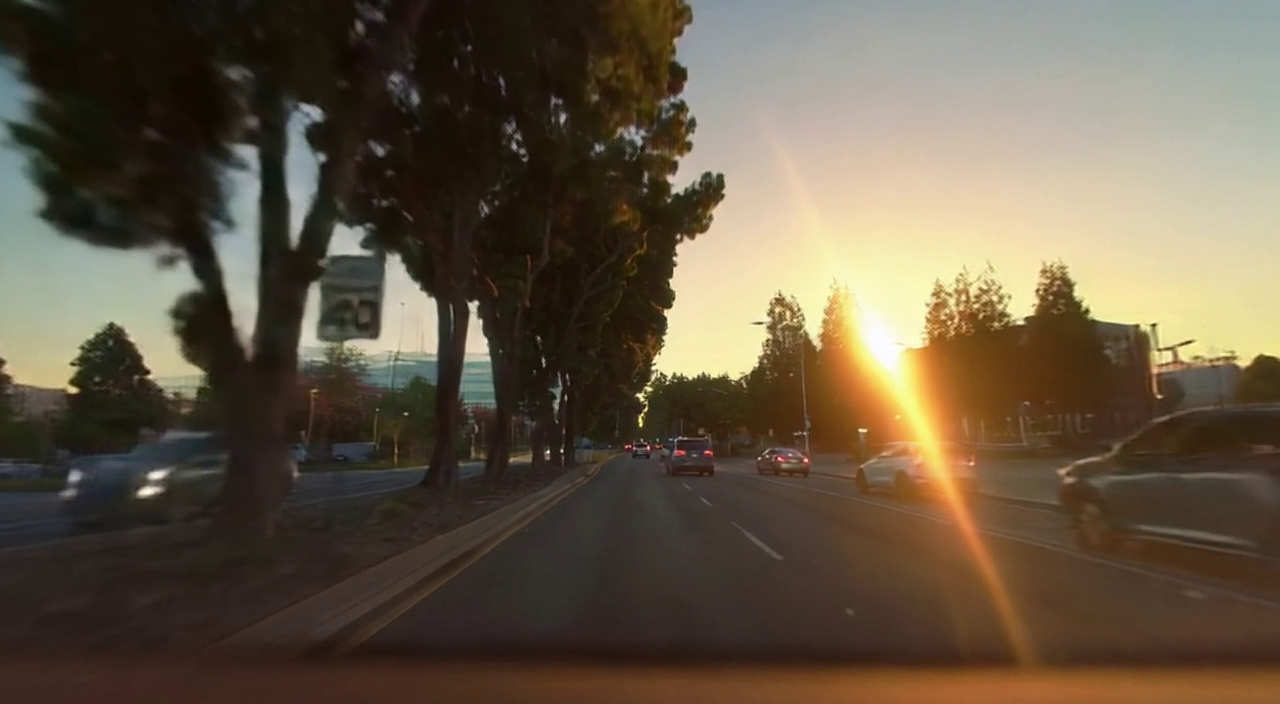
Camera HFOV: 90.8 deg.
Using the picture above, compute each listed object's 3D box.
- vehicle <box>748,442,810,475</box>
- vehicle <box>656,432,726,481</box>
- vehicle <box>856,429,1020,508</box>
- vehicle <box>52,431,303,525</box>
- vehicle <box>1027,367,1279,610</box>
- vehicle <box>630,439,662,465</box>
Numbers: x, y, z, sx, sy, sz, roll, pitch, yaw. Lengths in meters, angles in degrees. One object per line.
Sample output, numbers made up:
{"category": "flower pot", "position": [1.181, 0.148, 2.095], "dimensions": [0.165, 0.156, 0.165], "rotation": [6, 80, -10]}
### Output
{"category": "vehicle", "position": [6.905, 5.318, 31.853], "dimensions": [2.029, 1.548, 4.422], "rotation": [0, -8, -1]}
{"category": "vehicle", "position": [1.931, 4.180, 25.502], "dimensions": [2.227, 1.794, 4.457], "rotation": [0, -8, -3]}
{"category": "vehicle", "position": [7.253, 2.866, 15.955], "dimensions": [2.025, 1.719, 4.161], "rotation": [0, -8, -1]}
{"category": "vehicle", "position": [-9.696, 2.646, 13.877], "dimensions": [1.999, 1.711, 4.541], "rotation": [0, -8, 1]}
{"category": "vehicle", "position": [6.772, 1.403, 6.831], "dimensions": [2.382, 2.108, 4.182], "rotation": [1, -9, -2]}
{"category": "vehicle", "position": [0.429, 6.976, 44.065], "dimensions": [2.132, 1.693, 3.819], "rotation": [0, -8, 1]}
